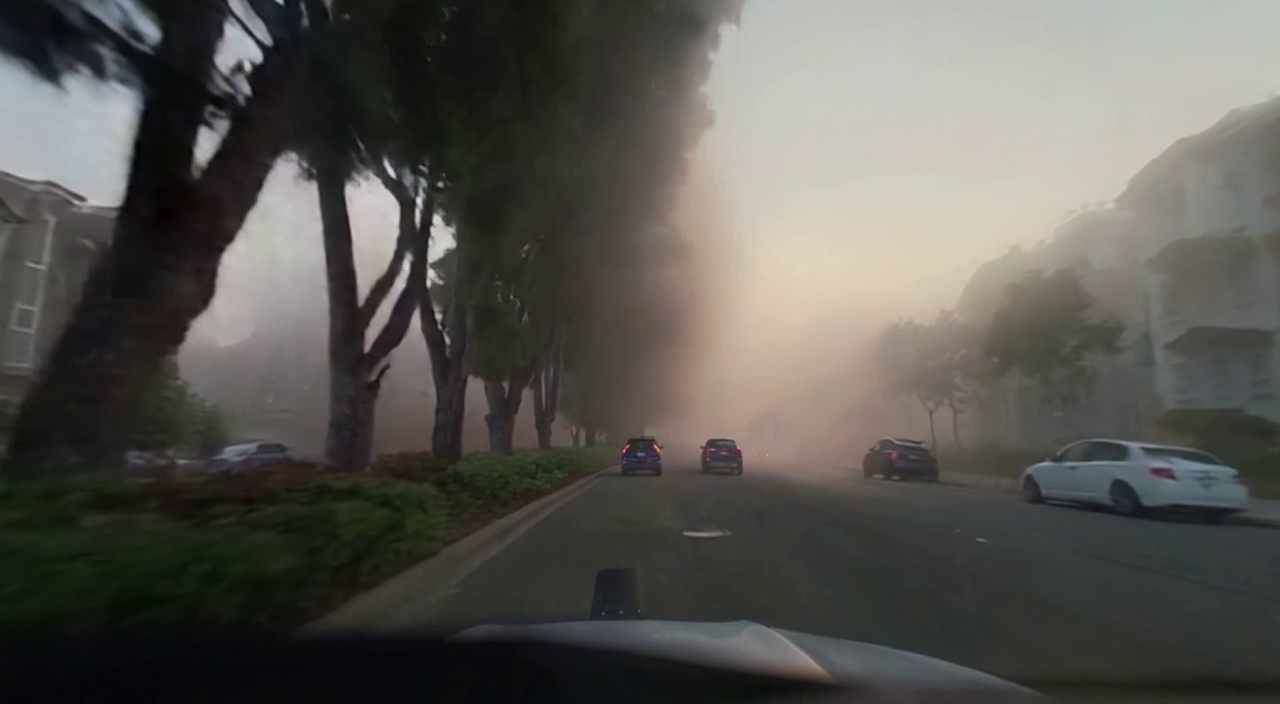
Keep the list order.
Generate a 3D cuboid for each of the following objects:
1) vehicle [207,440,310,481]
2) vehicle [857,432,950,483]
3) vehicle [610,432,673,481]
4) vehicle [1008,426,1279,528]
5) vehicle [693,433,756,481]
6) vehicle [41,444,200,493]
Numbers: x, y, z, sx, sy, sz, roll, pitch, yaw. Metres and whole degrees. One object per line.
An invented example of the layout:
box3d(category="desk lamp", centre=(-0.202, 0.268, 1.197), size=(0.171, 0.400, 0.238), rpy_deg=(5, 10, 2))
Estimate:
box3d(category="vehicle", centre=(-18.450, 5.229, 30.887), size=(2.175, 1.819, 4.703), rpy_deg=(0, -8, -2))
box3d(category="vehicle", centre=(10.575, 4.273, 25.777), size=(1.938, 1.860, 4.690), rpy_deg=(0, -9, 3))
box3d(category="vehicle", centre=(0.136, 4.330, 26.368), size=(2.345, 1.841, 5.032), rpy_deg=(0, -9, 2))
box3d(category="vehicle", centre=(10.306, 2.510, 13.419), size=(2.080, 1.744, 4.889), rpy_deg=(0, -8, 1))
box3d(category="vehicle", centre=(3.429, 4.354, 26.468), size=(2.033, 1.823, 4.409), rpy_deg=(0, -9, 0))
box3d(category="vehicle", centre=(-18.975, 4.302, 23.436), size=(2.023, 1.561, 4.497), rpy_deg=(-2, -10, 1))
